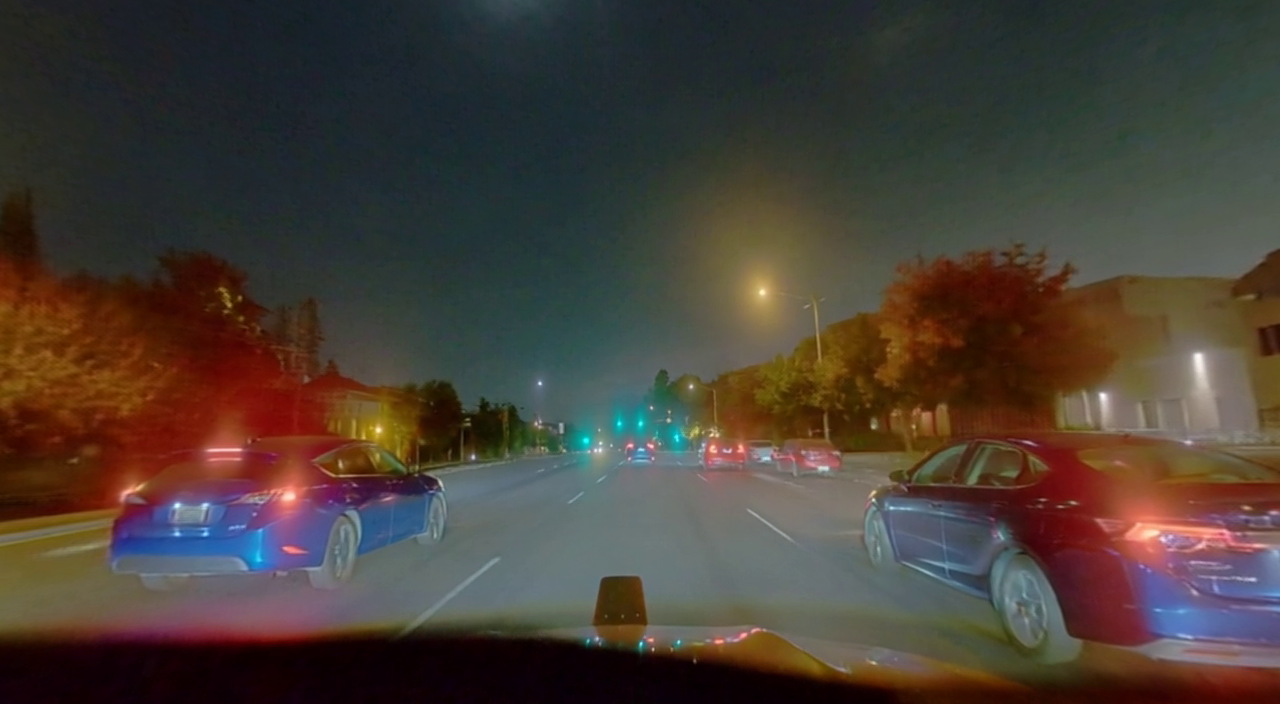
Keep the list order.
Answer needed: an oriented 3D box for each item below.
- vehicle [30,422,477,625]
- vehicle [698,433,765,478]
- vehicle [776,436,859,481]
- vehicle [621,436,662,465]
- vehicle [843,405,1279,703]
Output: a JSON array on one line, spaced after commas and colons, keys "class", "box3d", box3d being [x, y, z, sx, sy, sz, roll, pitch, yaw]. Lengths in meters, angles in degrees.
[{"class": "vehicle", "box3d": [-3.471, 1.604, 6.984, 1.997, 1.479, 4.547, 0, -8, 1]}, {"class": "vehicle", "box3d": [3.619, 4.191, 25.674, 2.019, 1.675, 4.488, 0, -8, 0]}, {"class": "vehicle", "box3d": [7.001, 4.230, 25.261, 1.933, 1.647, 4.487, 0, -8, -1]}, {"class": "vehicle", "box3d": [0.092, 5.933, 37.882, 2.293, 1.662, 4.262, 0, -8, 0]}, {"class": "vehicle", "box3d": [3.320, 1.281, 4.791, 2.060, 1.474, 4.475, 0, -8, 0]}]
